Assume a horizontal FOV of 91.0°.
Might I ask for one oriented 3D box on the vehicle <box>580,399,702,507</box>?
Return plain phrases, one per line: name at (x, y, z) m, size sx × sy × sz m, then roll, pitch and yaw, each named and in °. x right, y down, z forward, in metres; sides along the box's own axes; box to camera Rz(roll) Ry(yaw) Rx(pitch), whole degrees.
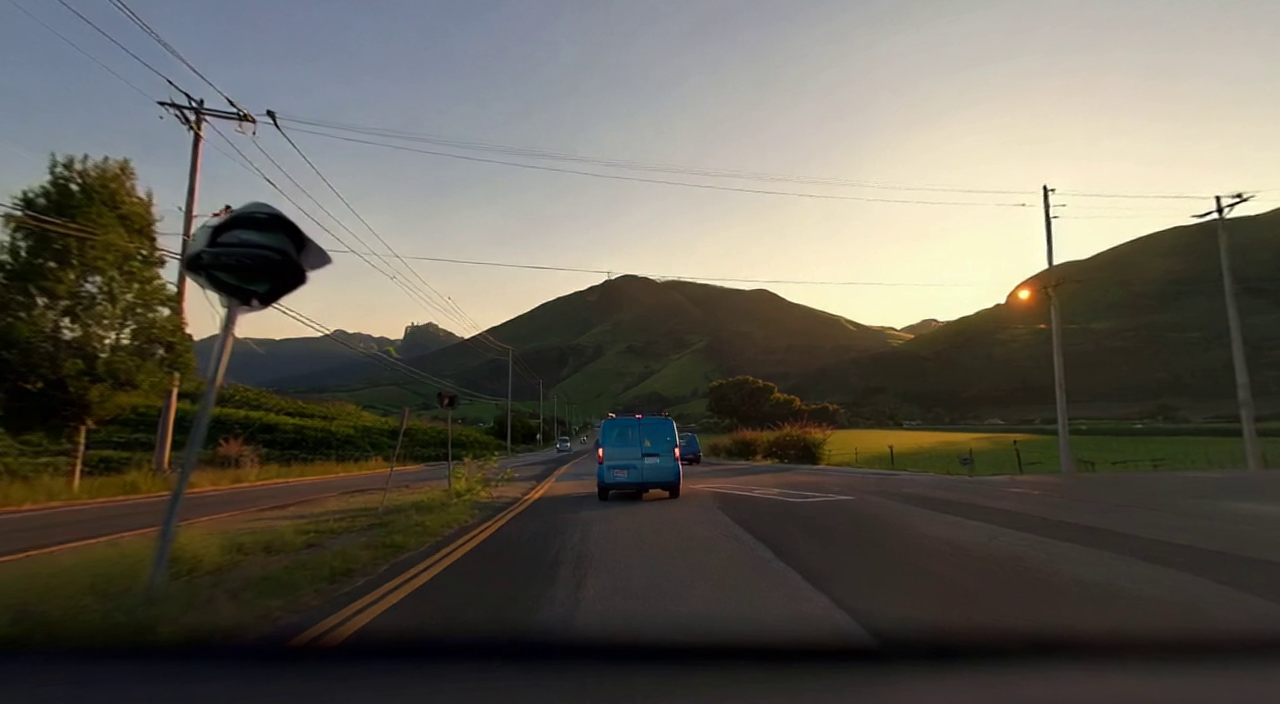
vehicle at (-0.060, 2.368, 15.006) m, size 2.454 × 2.144 × 4.535 m, roll 0°, pitch -8°, yaw -2°
